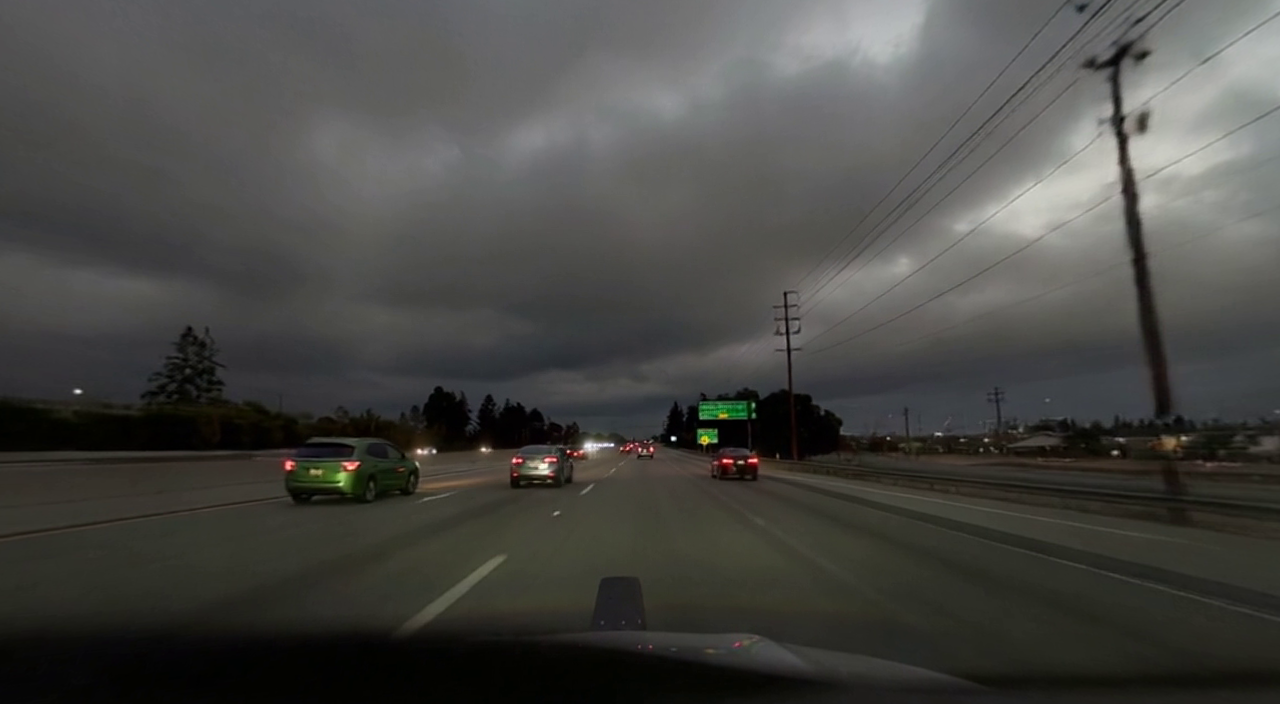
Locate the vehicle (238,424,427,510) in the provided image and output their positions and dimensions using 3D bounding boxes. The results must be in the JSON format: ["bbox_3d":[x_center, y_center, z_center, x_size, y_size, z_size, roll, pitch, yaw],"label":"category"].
[{"bbox_3d":[-7.331,2.789,15.796,2.162,1.805,4.853,0,-8,1],"label":"vehicle"}]

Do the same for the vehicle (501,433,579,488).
[{"bbox_3d":[-3.334,3.724,21.882,1.961,1.704,4.052,0,-8,1],"label":"vehicle"}]

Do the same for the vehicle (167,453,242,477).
[{"bbox_3d":[-28.496,7.365,41.448,1.738,1.440,4.398,0,-8,1],"label":"vehicle"}]

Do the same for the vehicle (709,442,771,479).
[{"bbox_3d":[4.300,4.720,27.754,1.964,1.479,4.252,0,-8,-1],"label":"vehicle"}]
